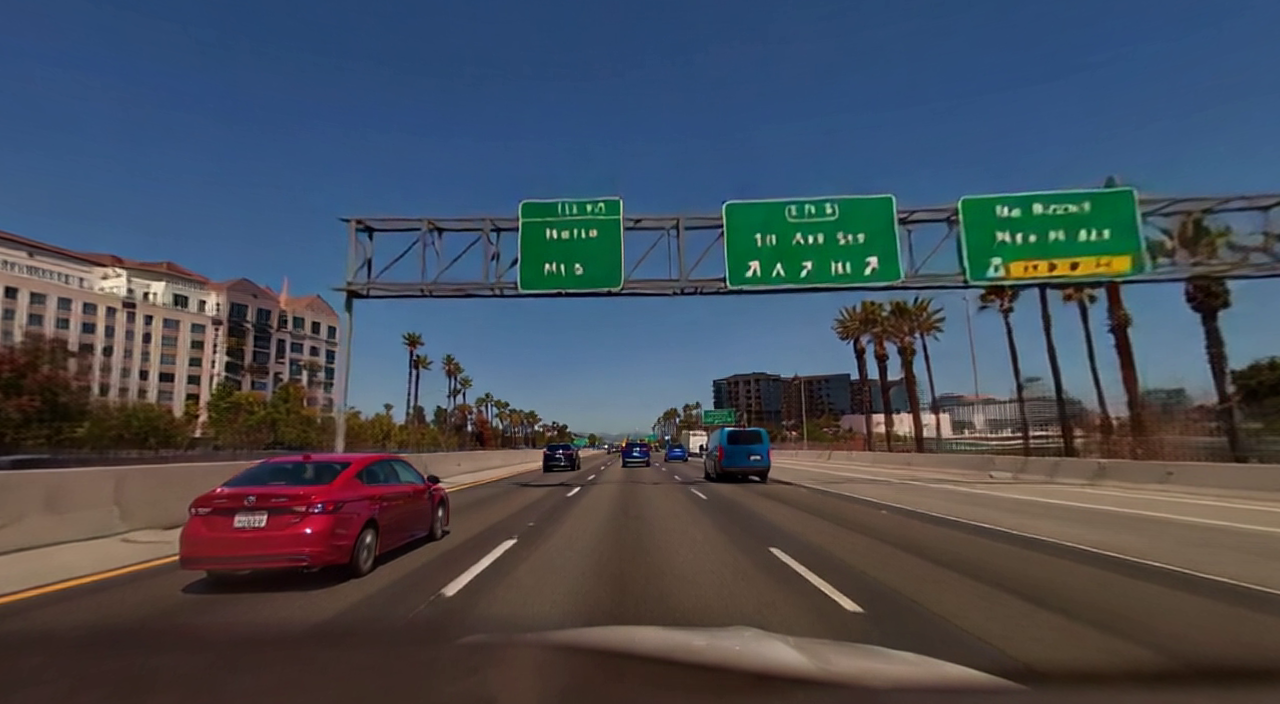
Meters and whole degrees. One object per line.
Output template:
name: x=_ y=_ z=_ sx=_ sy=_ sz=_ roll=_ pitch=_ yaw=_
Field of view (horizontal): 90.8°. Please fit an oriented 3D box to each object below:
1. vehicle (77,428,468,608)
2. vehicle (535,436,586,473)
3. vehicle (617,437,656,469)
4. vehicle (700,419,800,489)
vehicle: x=-3.637 y=1.706 z=7.468 sx=1.991 sy=1.469 sz=4.381 roll=0 pitch=-9 yaw=0
vehicle: x=-4.146 y=5.440 z=33.699 sx=2.109 sy=1.793 sz=4.613 roll=0 pitch=-9 yaw=0
vehicle: x=-0.246 y=6.023 z=37.877 sx=2.212 sy=1.786 sz=4.198 roll=0 pitch=-9 yaw=-1
vehicle: x=3.583 y=3.503 z=21.930 sx=2.250 sy=2.074 sz=5.723 roll=0 pitch=-9 yaw=-2
